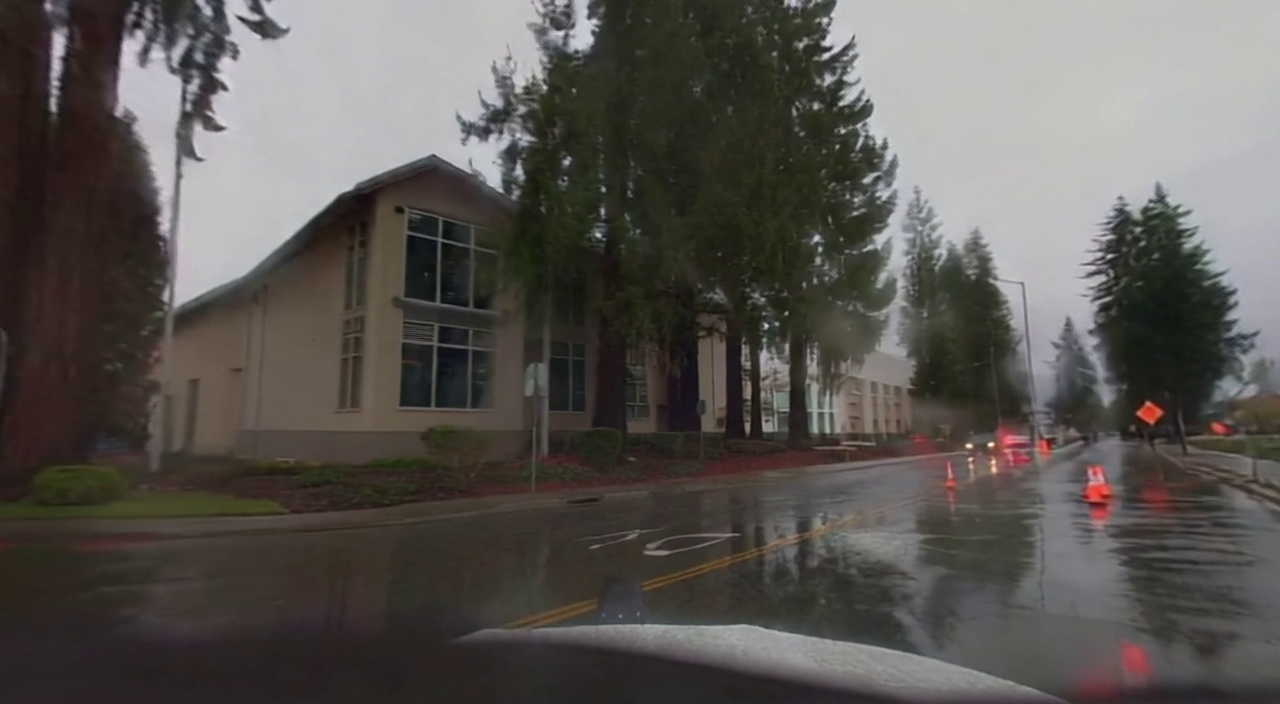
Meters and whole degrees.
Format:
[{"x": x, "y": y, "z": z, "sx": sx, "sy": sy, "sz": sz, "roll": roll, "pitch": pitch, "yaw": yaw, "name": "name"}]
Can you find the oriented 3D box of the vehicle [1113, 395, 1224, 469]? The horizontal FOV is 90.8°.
[{"x": 20.831, "y": 3.253, "z": 25.273, "sx": 2.784, "sy": 2.533, "sz": 6.764, "roll": -5, "pitch": -10, "yaw": 35, "name": "vehicle"}]
